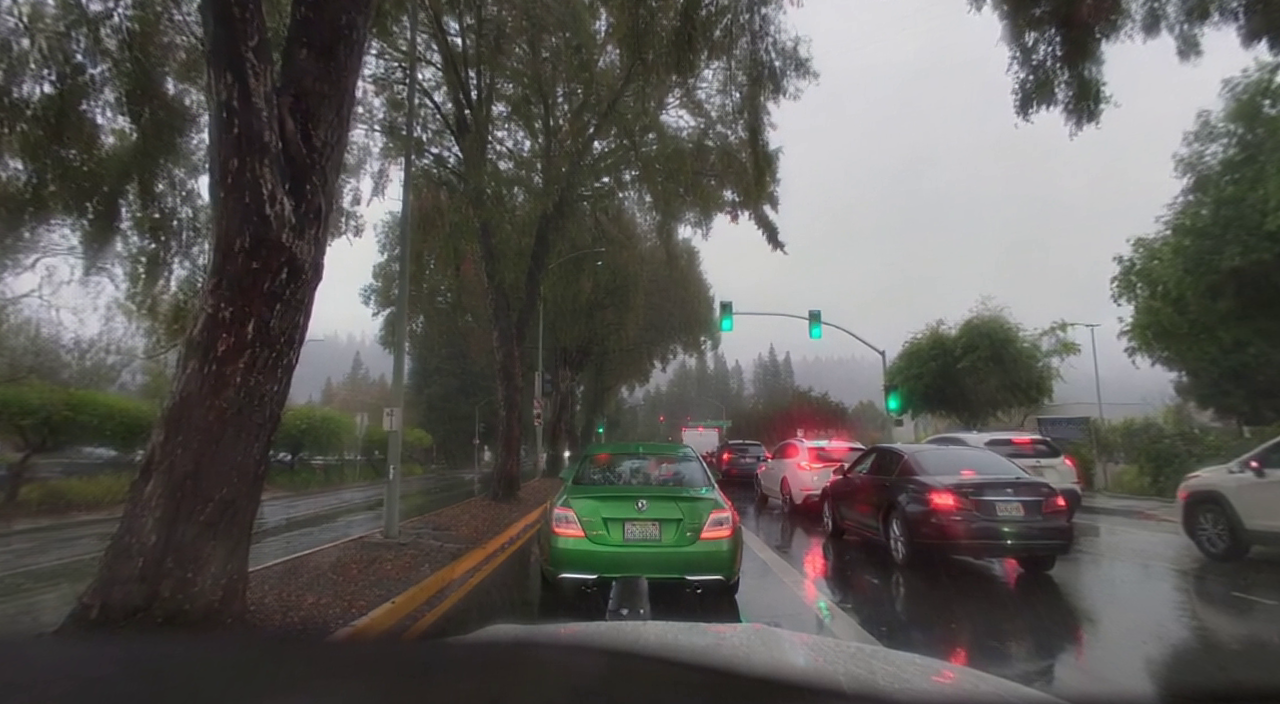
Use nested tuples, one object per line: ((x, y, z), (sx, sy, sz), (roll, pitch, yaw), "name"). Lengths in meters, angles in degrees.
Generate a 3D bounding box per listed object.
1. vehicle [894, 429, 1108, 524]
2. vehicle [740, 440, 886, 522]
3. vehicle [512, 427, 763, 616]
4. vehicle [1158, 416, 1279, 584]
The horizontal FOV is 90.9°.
((7.022, 2.465, 12.897), (1.923, 1.611, 4.094), (0, -9, 0), "vehicle")
((3.527, 2.721, 13.823), (1.934, 1.494, 4.446), (0, -9, 0), "vehicle")
((0.007, 1.678, 7.101), (2.015, 1.502, 3.898), (0, -9, 1), "vehicle")
((6.941, 1.333, 5.560), (1.783, 1.572, 3.421), (0, -9, 1), "vehicle")
